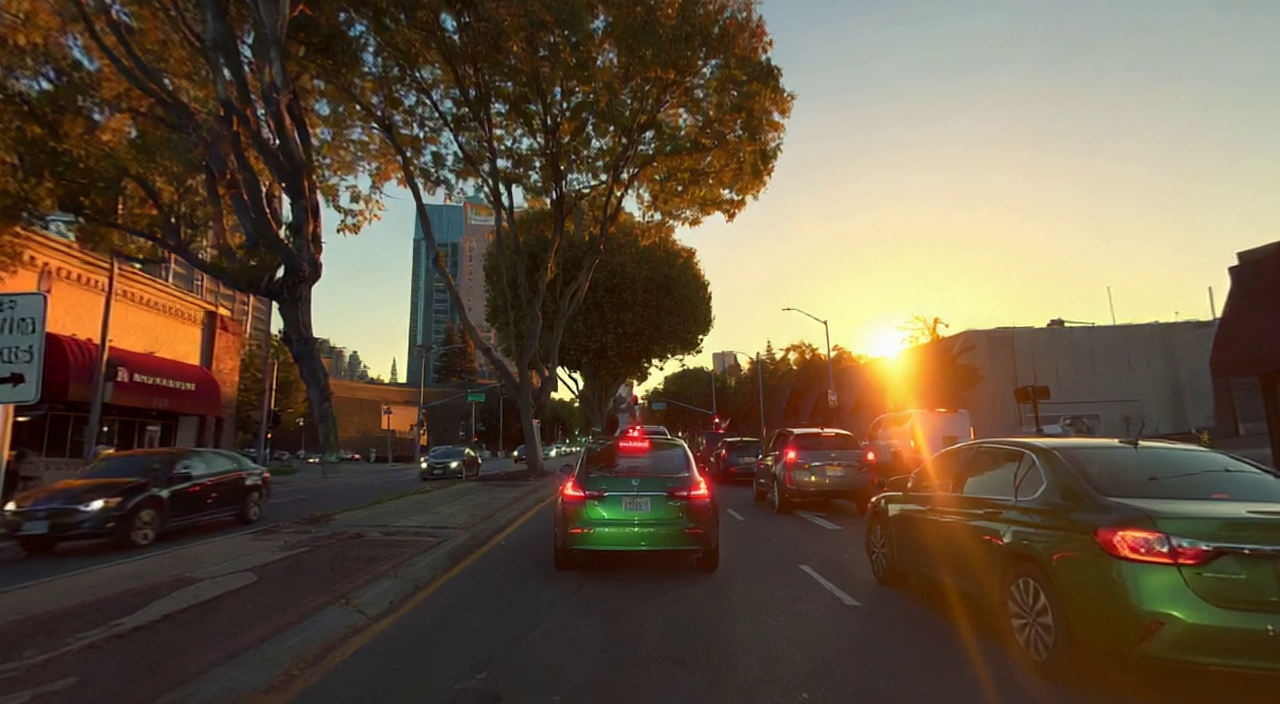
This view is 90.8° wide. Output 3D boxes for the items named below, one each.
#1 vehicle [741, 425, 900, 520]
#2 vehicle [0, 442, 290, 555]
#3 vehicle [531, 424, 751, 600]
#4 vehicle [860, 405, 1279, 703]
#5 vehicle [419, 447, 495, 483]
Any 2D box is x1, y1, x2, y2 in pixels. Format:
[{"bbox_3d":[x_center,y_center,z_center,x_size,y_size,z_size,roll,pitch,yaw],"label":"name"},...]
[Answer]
[{"bbox_3d":[3.552,2.469,13.403,2.025,1.660,4.263,0,-9,-1],"label":"vehicle"},{"bbox_3d":[-7.967,2.267,10.504,1.953,1.477,4.050,0,-9,0],"label":"vehicle"},{"bbox_3d":[-0.016,1.645,7.277,1.887,1.487,3.535,0,-9,-1],"label":"vehicle"},{"bbox_3d":[3.312,1.248,4.469,1.988,1.480,4.195,0,-9,0],"label":"vehicle"},{"bbox_3d":[-7.950,4.929,27.940,1.991,1.433,4.261,-1,-9,1],"label":"vehicle"}]
